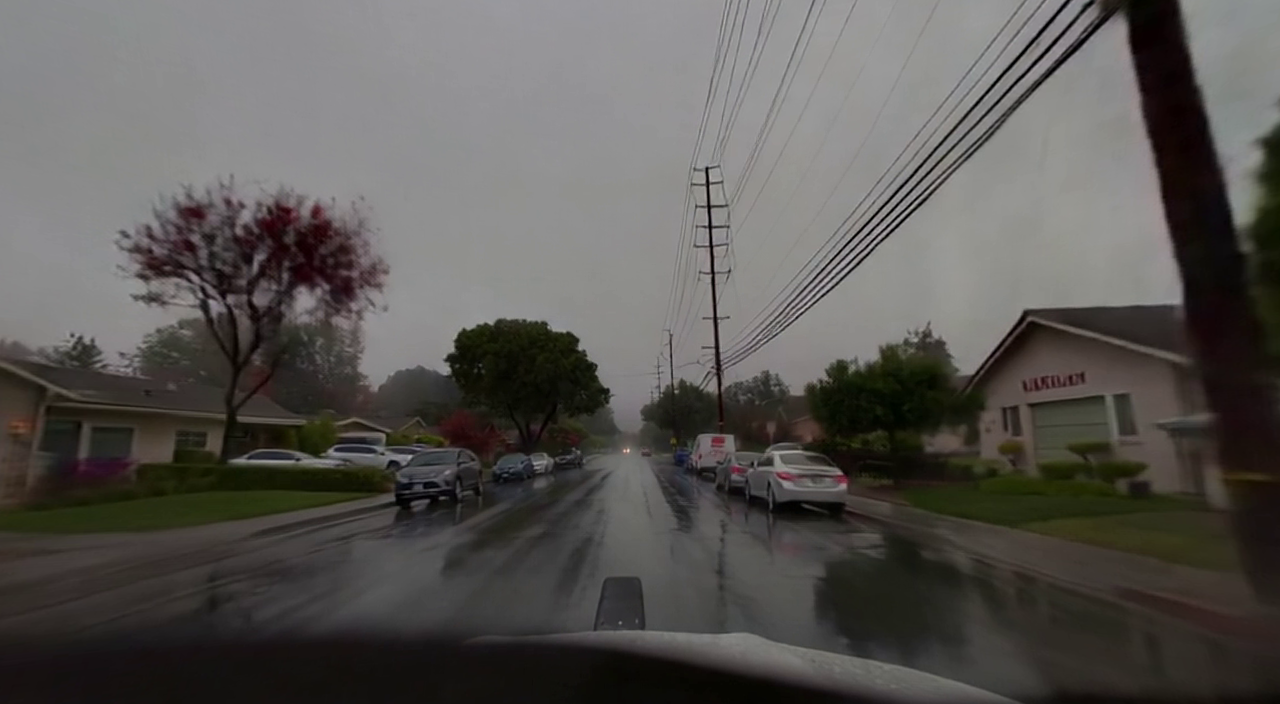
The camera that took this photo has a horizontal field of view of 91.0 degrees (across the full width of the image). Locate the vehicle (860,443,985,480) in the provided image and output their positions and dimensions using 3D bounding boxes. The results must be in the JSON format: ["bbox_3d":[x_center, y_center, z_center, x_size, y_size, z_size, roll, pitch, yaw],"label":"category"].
[{"bbox_3d":[12.534,4.913,28.174,4.606,1.484,2.042,1,-11,1],"label":"vehicle"}]

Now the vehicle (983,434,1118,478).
[{"bbox_3d":[18.422,4.685,28.415,4.555,1.796,2.001,-2,-9,1],"label":"vehicle"}]

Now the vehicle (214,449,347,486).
[{"bbox_3d":[-15.310,4.946,26.996,4.388,1.466,2.008,1,-9,-1],"label":"vehicle"}]

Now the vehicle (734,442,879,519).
[{"bbox_3d":[3.745,3.021,15.272,2.112,1.528,4.944,0,-9,-1],"label":"vehicle"}]

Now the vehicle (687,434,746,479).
[{"bbox_3d":[3.917,5.512,33.218,2.396,2.164,5.381,0,-9,0],"label":"vehicle"}]

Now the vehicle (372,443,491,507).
[{"bbox_3d":[-6.129,3.654,19.127,1.989,1.693,4.292,-1,-9,2],"label":"vehicle"}]
